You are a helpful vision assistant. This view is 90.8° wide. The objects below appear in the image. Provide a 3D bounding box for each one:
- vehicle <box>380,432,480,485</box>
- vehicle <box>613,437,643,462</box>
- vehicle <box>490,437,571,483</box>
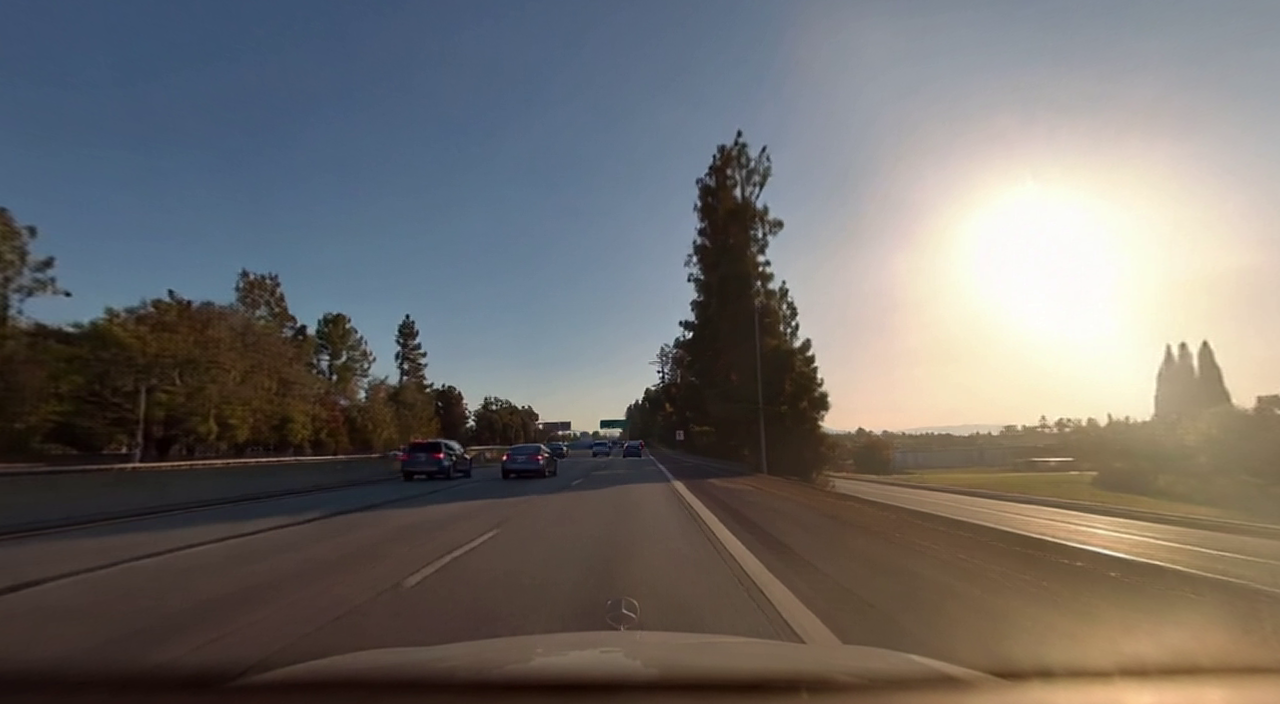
[{"bbox_3d":[-7.819,3.992,24.047,2.091,1.795,4.617,-1,-9,2],"label":"vehicle"},{"bbox_3d":[-0.880,7.425,48.209,2.179,1.742,4.396,0,-8,0],"label":"vehicle"},{"bbox_3d":[-4.032,4.088,24.168,2.102,1.562,4.884,-1,-9,2],"label":"vehicle"}]
